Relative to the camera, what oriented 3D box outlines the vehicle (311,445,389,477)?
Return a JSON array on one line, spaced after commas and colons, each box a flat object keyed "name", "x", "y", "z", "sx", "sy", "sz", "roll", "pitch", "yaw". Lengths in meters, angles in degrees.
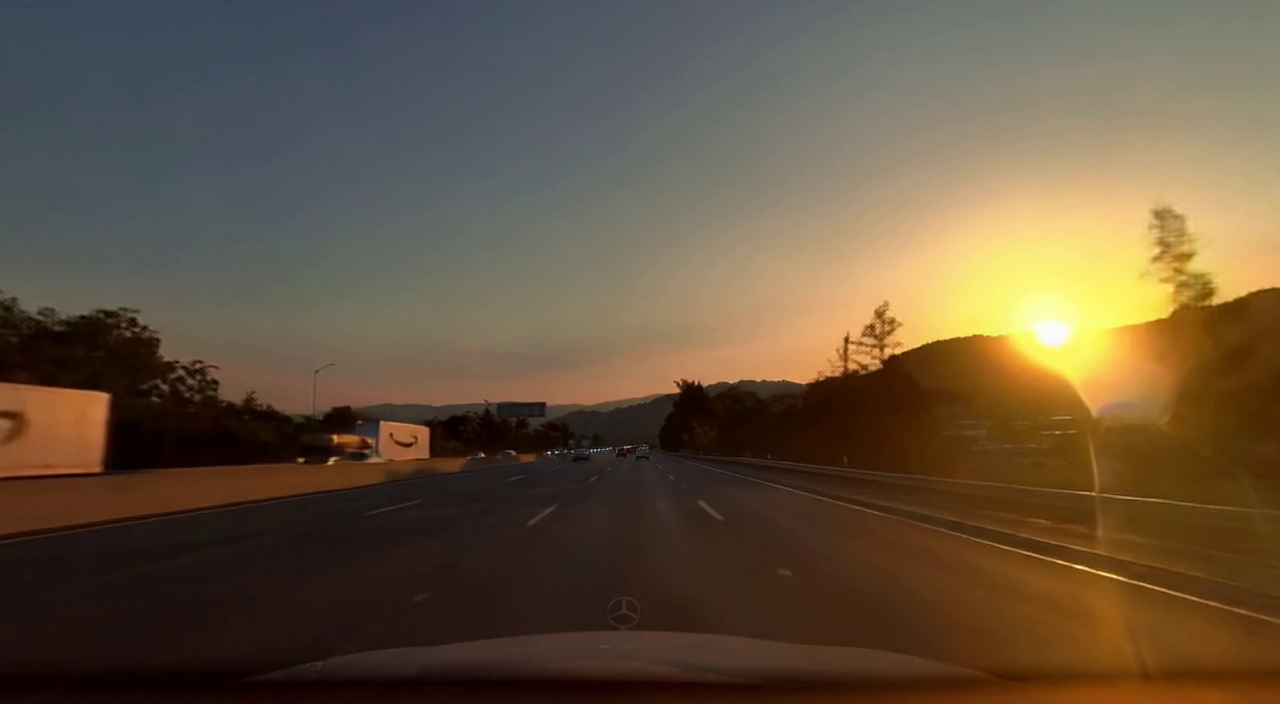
[{"name": "vehicle", "x": -15.641, "y": 5.900, "z": 34.337, "sx": 2.023, "sy": 1.572, "sz": 4.568, "roll": 0, "pitch": -9, "yaw": 1}]
